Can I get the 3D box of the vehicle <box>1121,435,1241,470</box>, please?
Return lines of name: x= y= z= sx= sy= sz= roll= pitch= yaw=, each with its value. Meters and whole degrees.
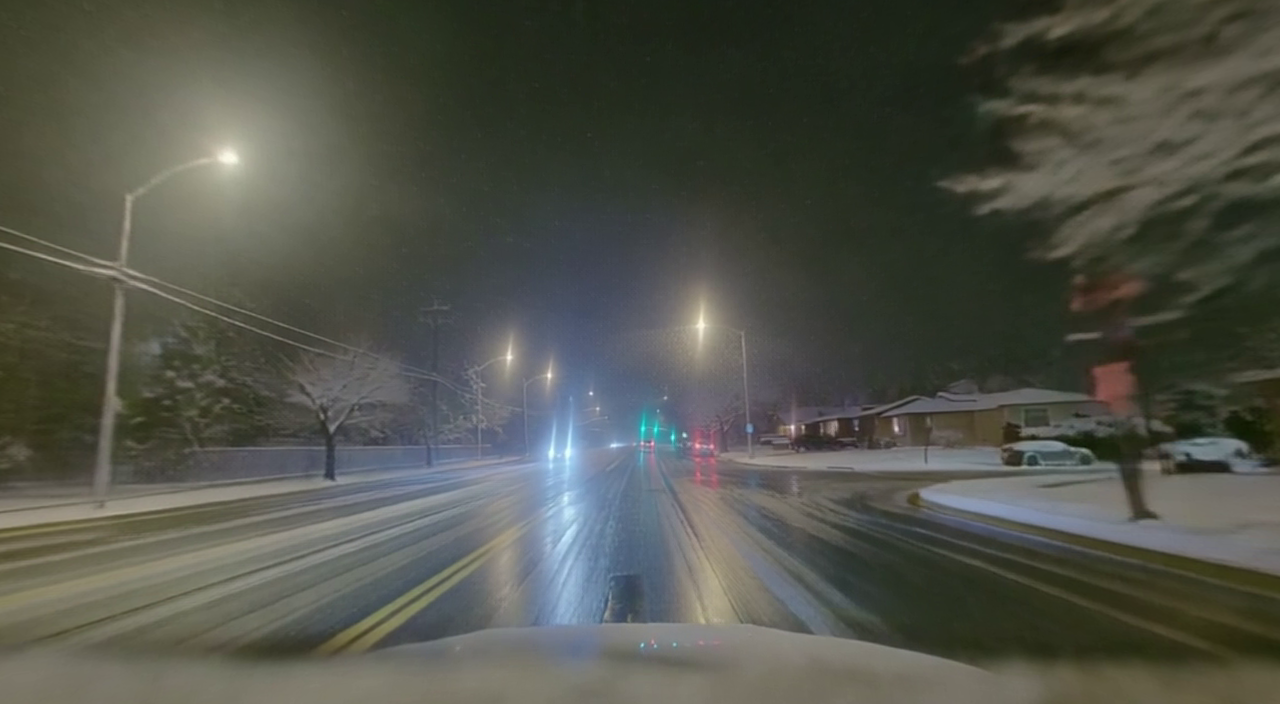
vehicle: x=28.775 y=5.391 z=33.463 sx=4.686 sy=1.536 sz=2.037 roll=4 pitch=-11 yaw=-6

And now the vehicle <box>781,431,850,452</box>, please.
vehicle: x=13.809 y=7.084 z=49.565 sx=4.674 sy=1.557 sz=2.288 roll=1 pitch=-9 yaw=-5

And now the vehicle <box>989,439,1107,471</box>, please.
vehicle: x=21.013 y=5.287 z=32.425 sx=4.849 sy=1.470 sz=2.041 roll=0 pitch=-8 yaw=-7
